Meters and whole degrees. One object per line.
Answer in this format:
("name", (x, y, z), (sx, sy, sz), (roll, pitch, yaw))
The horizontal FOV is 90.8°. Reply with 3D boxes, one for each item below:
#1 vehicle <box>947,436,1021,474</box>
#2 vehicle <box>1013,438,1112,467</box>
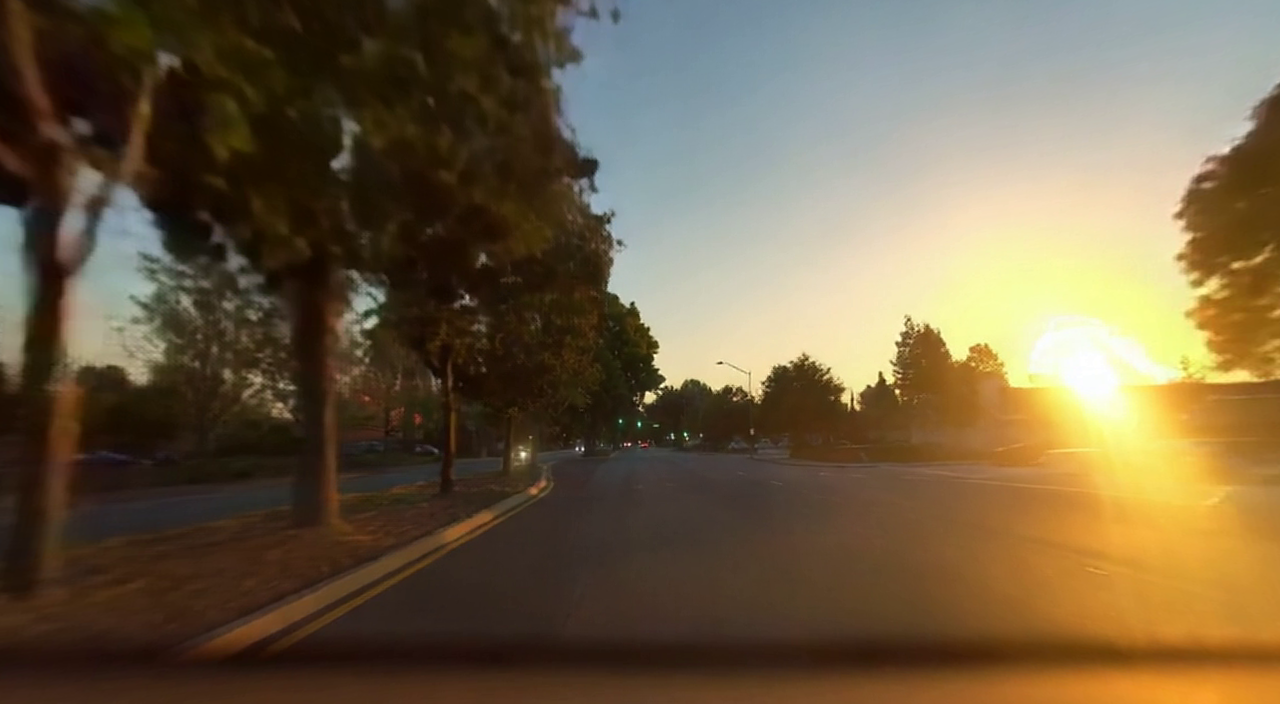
("vehicle", (16.986, 5.081, 31.295), (2.630, 1.808, 1.657), (0, -9, 3))
("vehicle", (25.467, 6.058, 38.195), (1.775, 1.592, 4.561), (8, -11, -41))
